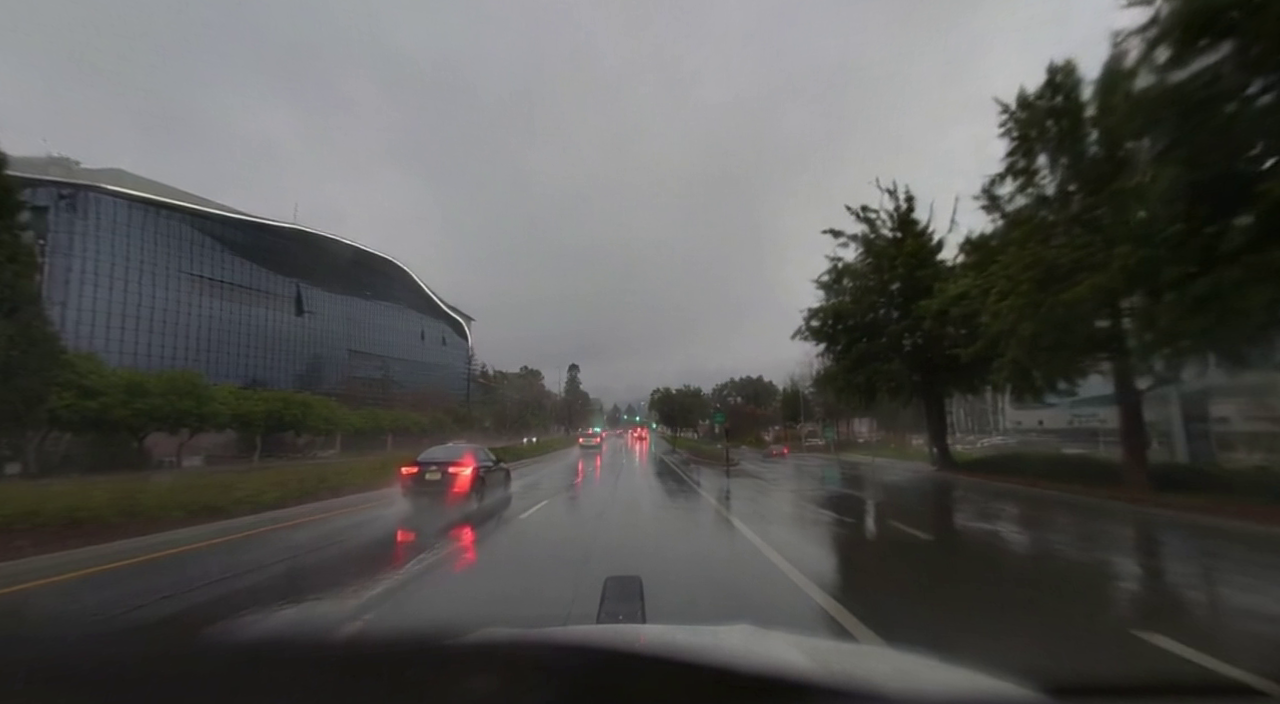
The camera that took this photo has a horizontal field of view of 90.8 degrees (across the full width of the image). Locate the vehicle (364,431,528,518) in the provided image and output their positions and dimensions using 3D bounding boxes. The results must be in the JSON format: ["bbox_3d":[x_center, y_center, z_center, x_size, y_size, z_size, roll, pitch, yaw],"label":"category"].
[{"bbox_3d":[-3.854,2.504,13.551,1.984,1.521,4.682,0,-8,1],"label":"vehicle"}]

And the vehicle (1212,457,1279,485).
[{"bbox_3d":[38.008,7.240,38.641,4.574,1.560,1.967,1,-9,-12],"label":"vehicle"}]
